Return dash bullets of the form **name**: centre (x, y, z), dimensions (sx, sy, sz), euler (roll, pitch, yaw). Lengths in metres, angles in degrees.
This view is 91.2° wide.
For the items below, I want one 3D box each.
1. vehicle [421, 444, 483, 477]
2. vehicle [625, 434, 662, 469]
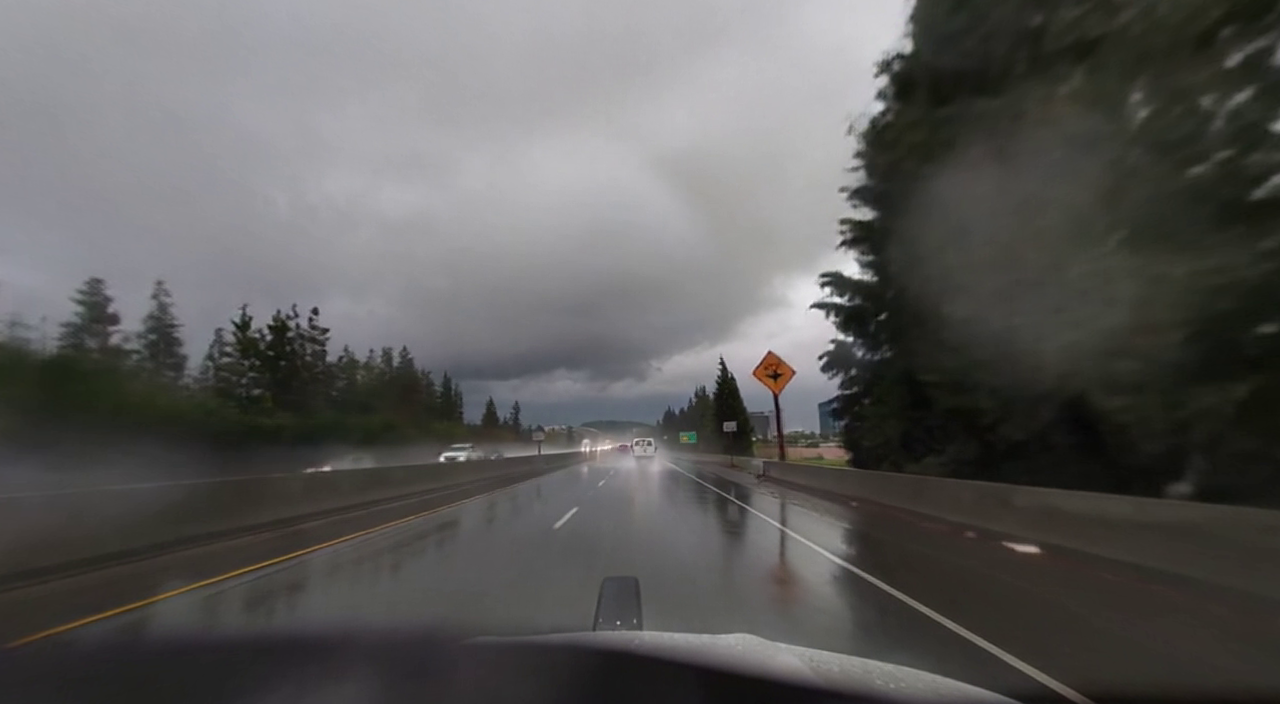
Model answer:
- **vehicle**: centre (-12.160, 7.055, 41.029), dimensions (2.243, 1.979, 5.607), euler (-1, -9, 1)
- **vehicle**: centre (0.251, 6.421, 40.496), dimensions (2.268, 2.122, 4.595), euler (-1, -9, 1)
